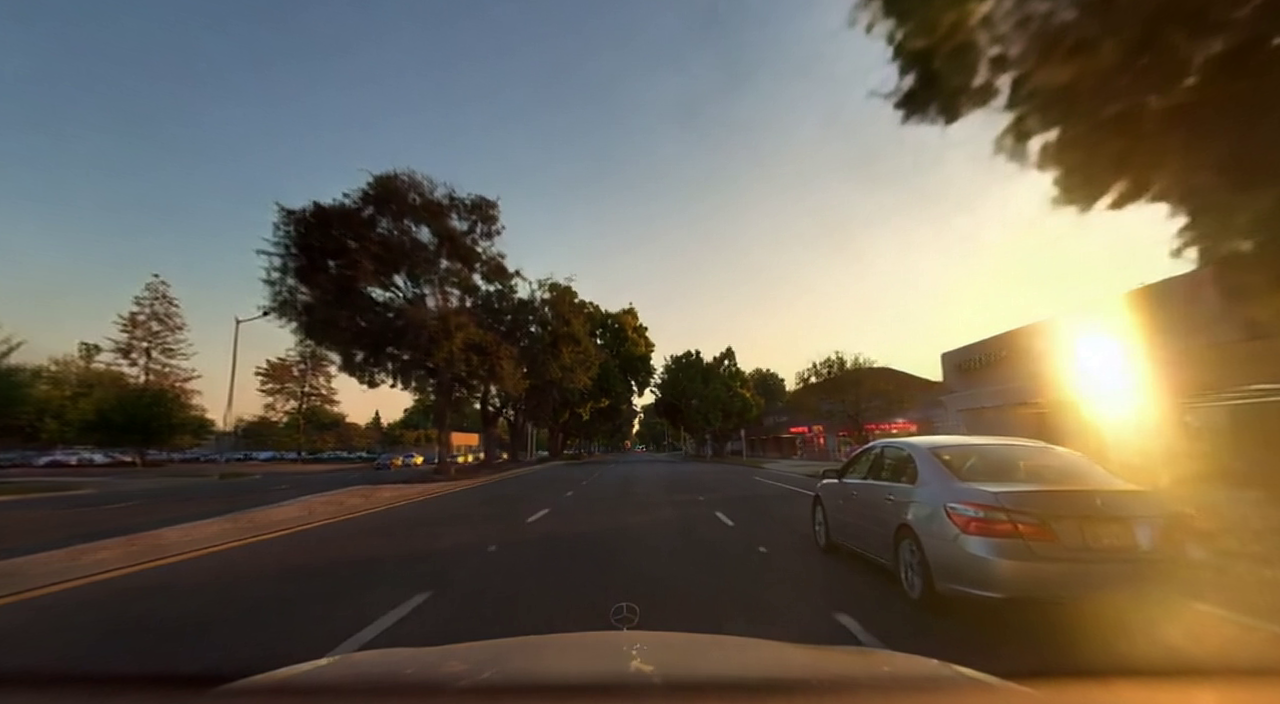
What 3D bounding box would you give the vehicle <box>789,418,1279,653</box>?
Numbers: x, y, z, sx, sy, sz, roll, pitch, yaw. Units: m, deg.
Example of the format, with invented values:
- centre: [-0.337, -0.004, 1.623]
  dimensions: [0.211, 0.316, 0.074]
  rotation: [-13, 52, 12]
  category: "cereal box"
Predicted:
- centre: [3.103, 1.515, 6.394]
  dimensions: [2.004, 1.470, 4.544]
  rotation: [0, -8, -1]
  category: "vehicle"
